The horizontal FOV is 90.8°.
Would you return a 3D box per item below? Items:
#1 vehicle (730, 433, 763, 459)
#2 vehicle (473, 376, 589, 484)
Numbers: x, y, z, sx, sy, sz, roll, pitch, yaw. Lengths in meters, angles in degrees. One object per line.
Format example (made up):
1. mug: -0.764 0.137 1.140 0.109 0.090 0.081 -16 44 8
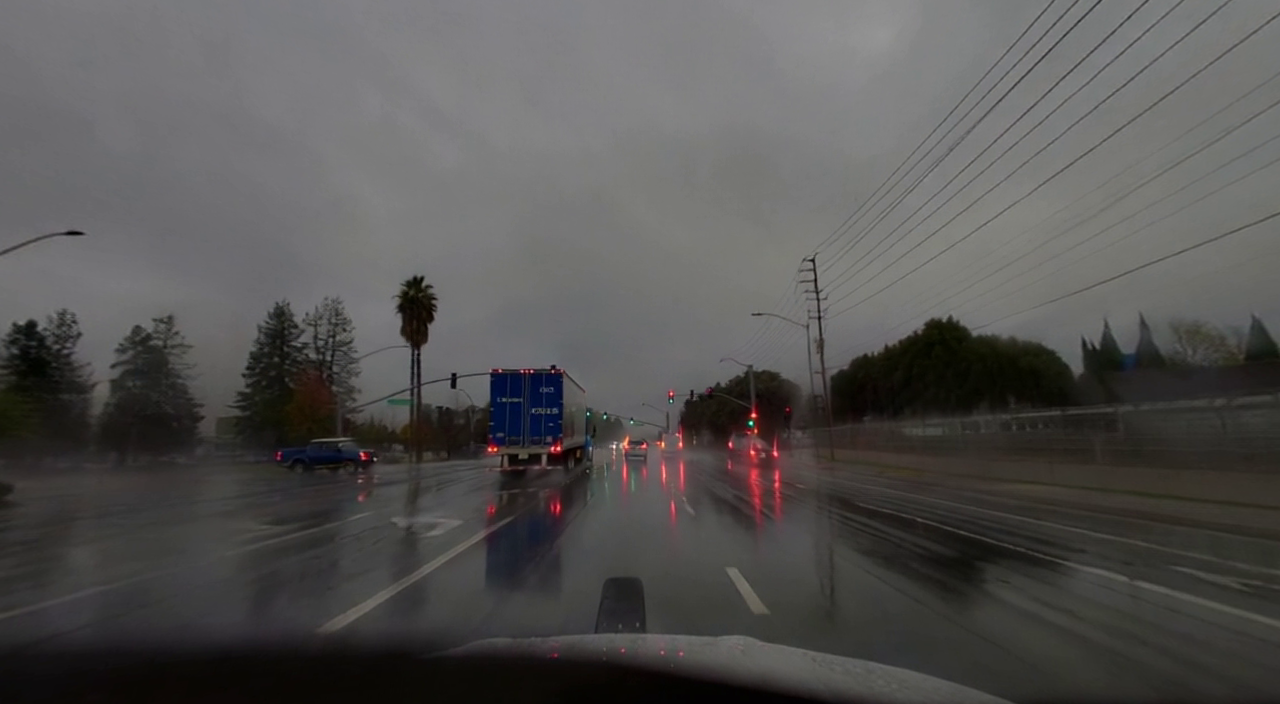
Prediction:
1. vehicle: 7.281 6.450 43.333 2.102 1.662 4.533 -2 -8 9
2. vehicle: -3.724 3.012 23.847 2.889 3.347 8.285 0 -8 0
